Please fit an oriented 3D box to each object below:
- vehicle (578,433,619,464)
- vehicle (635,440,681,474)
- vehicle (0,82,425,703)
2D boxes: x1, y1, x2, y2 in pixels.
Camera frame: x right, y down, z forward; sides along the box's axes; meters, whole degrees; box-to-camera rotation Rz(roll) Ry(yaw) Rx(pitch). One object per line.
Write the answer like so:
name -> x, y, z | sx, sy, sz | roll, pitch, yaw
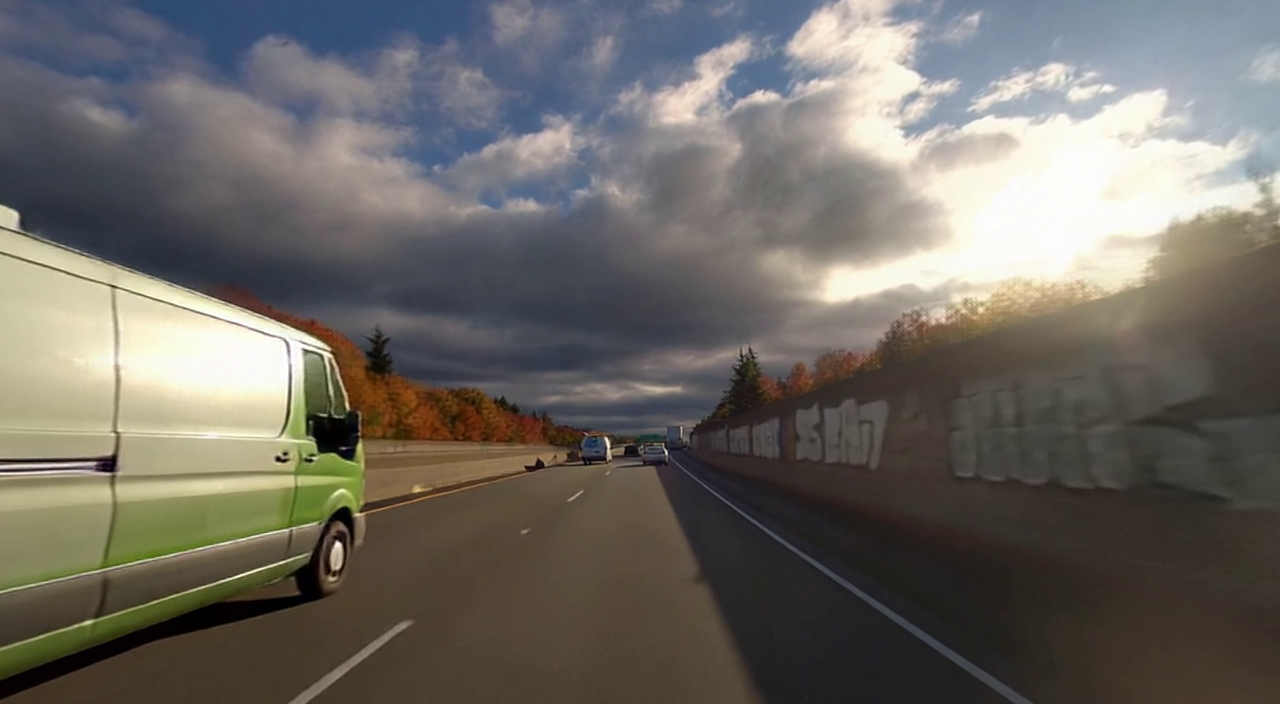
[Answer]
vehicle -> -2.744, 6.555, 42.857 | 2.199, 1.973, 5.078 | 0, -8, 3
vehicle -> 0.848, 4.995, 30.319 | 2.071, 1.487, 3.948 | 0, -8, 1
vehicle -> -3.661, 0.497, 3.940 | 2.297, 2.687, 6.317 | 0, -8, 1
